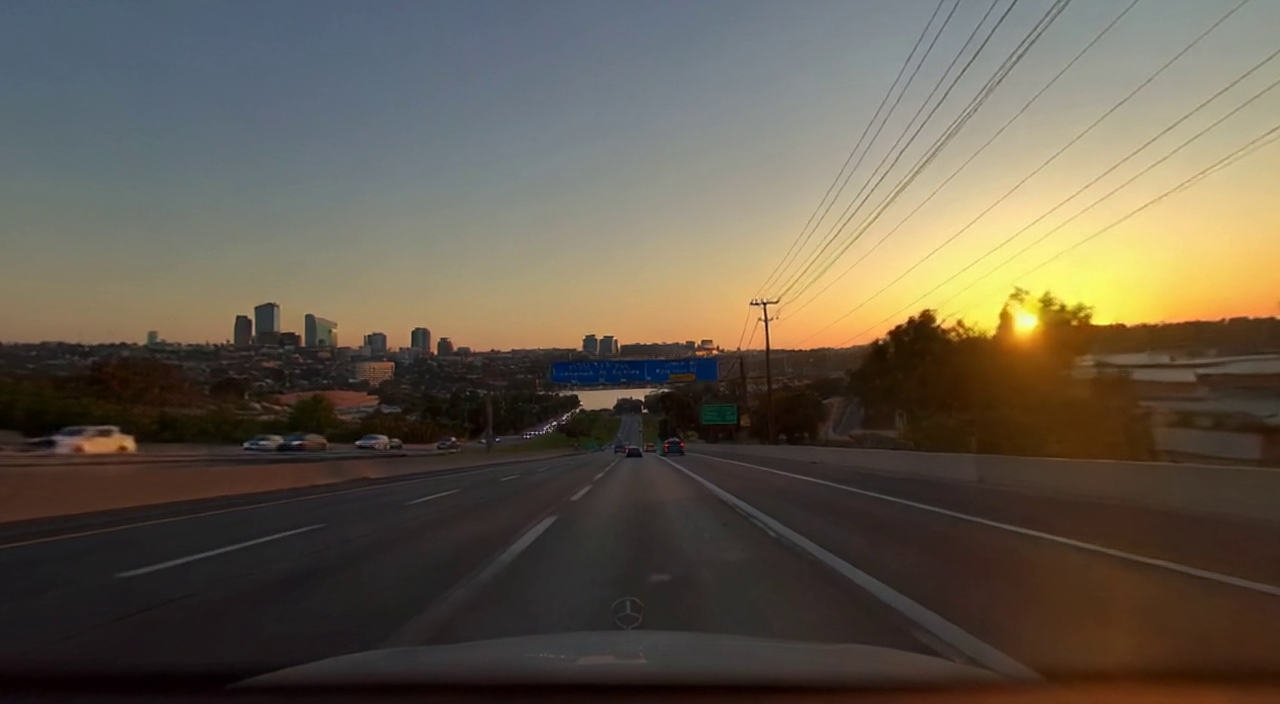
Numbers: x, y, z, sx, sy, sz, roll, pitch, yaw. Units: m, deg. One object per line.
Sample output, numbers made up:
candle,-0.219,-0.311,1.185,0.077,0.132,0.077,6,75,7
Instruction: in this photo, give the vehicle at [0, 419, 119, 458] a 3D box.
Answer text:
vehicle,-26.128,3.887,28.209,1.843,1.595,4.423,0,-8,0

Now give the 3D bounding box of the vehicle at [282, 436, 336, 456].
vehicle,-26.091,7.427,49.890,1.791,1.455,4.487,0,-8,1

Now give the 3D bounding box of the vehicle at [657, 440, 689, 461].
vehicle,2.403,7.314,46.870,2.036,1.486,4.375,0,-8,-2
